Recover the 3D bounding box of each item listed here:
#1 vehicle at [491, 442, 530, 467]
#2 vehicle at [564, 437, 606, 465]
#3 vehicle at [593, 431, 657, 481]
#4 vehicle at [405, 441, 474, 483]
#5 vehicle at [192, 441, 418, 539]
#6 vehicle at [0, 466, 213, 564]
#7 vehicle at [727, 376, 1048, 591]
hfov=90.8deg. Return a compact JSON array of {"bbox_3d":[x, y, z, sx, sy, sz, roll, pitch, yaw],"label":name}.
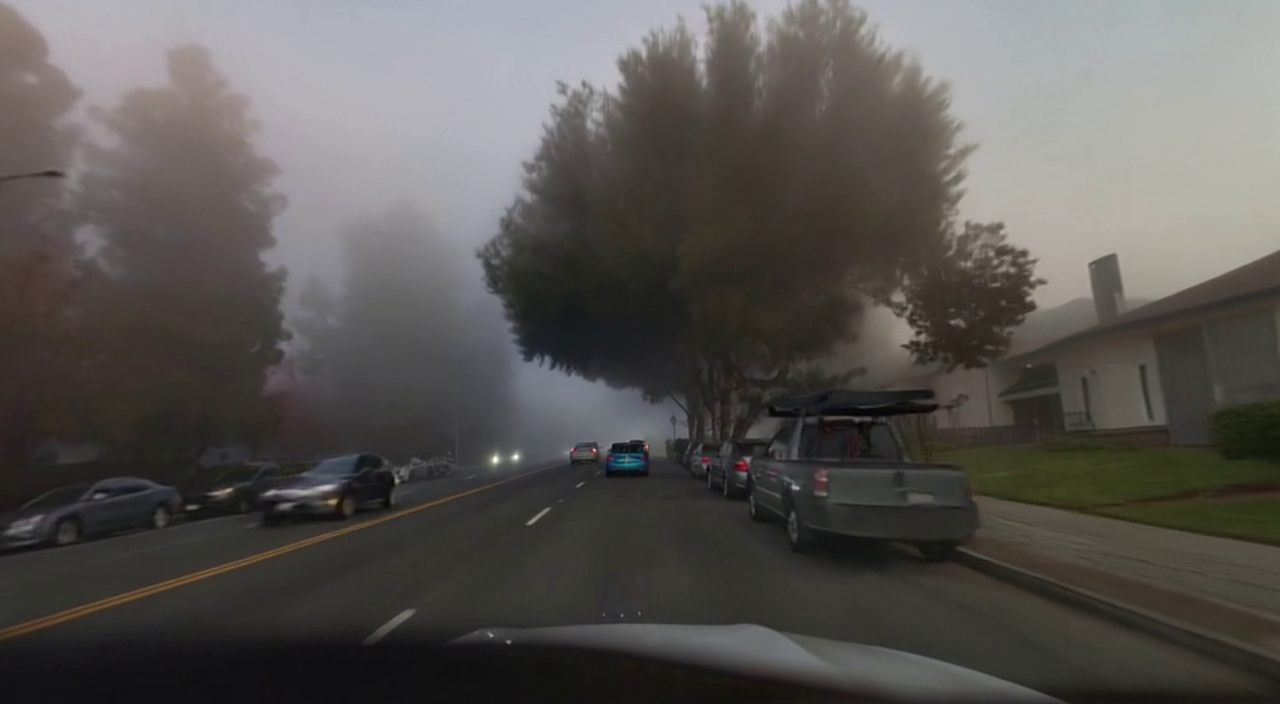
[{"bbox_3d":[-9.213,7.311,45.190,1.918,1.648,4.163,0,-8,0],"label":"vehicle"},{"bbox_3d":[-3.099,5.667,36.412,2.117,1.528,4.277,0,-8,-1],"label":"vehicle"},{"bbox_3d":[-0.488,3.641,22.453,2.041,1.575,4.304,0,-8,0],"label":"vehicle"},{"bbox_3d":[-12.208,6.690,38.870,2.264,2.010,5.742,-5,-7,0],"label":"vehicle"},{"bbox_3d":[-6.404,2.627,12.920,1.998,1.518,4.817,-2,-8,0],"label":"vehicle"},{"bbox_3d":[-12.088,3.446,13.945,2.047,1.497,4.949,-4,-8,-2],"label":"vehicle"},{"bbox_3d":[2.504,1.477,7.929,2.119,1.884,4.567,0,-8,0],"label":"vehicle"}]
